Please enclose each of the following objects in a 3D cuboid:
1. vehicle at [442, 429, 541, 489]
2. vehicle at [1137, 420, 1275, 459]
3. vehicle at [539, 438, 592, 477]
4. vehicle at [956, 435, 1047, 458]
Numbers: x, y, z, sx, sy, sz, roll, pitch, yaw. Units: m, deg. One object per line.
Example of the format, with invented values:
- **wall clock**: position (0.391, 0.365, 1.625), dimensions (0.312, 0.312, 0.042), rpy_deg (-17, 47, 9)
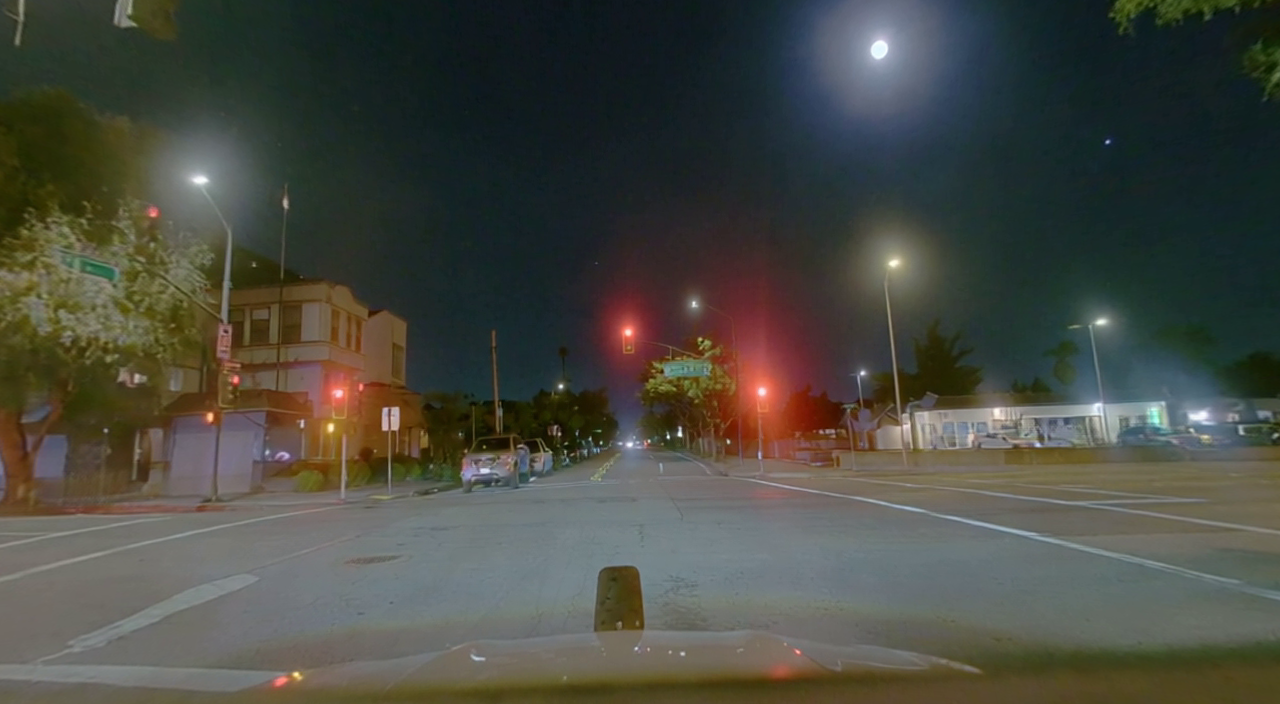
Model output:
- **vehicle**: position (-6.512, 4.827, 28.933), dimensions (2.896, 2.339, 7.322), rpy_deg (0, -9, -1)
- **vehicle**: position (33.270, 5.165, 37.249), dimensions (5.969, 2.149, 2.331), rpy_deg (0, -9, -3)
- **vehicle**: position (-3.655, 5.283, 31.913), dimensions (2.120, 1.783, 4.788), rpy_deg (0, -9, 0)
- **vehicle**: position (25.003, 6.548, 43.839), dimensions (5.172, 1.515, 1.851), rpy_deg (0, -9, -2)
